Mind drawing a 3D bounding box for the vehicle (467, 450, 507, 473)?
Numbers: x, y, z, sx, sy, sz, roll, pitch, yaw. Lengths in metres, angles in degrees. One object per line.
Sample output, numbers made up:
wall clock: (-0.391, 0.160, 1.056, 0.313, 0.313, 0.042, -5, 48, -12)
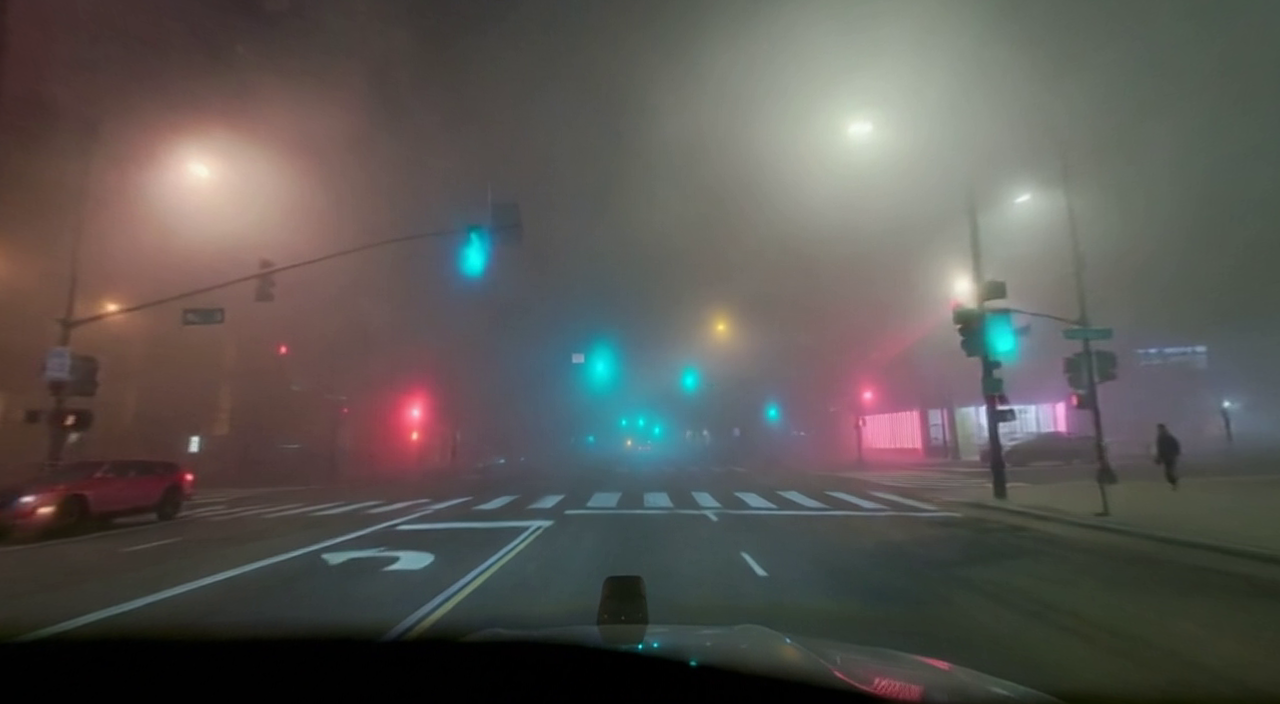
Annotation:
vehicle: (-11.794, 8.470, 48.731, 1.910, 1.511, 4.565, -1, -7, 1)

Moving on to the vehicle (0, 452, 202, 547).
vehicle: (-12.119, 3.114, 13.834, 1.956, 1.624, 4.186, -3, -8, 0)
